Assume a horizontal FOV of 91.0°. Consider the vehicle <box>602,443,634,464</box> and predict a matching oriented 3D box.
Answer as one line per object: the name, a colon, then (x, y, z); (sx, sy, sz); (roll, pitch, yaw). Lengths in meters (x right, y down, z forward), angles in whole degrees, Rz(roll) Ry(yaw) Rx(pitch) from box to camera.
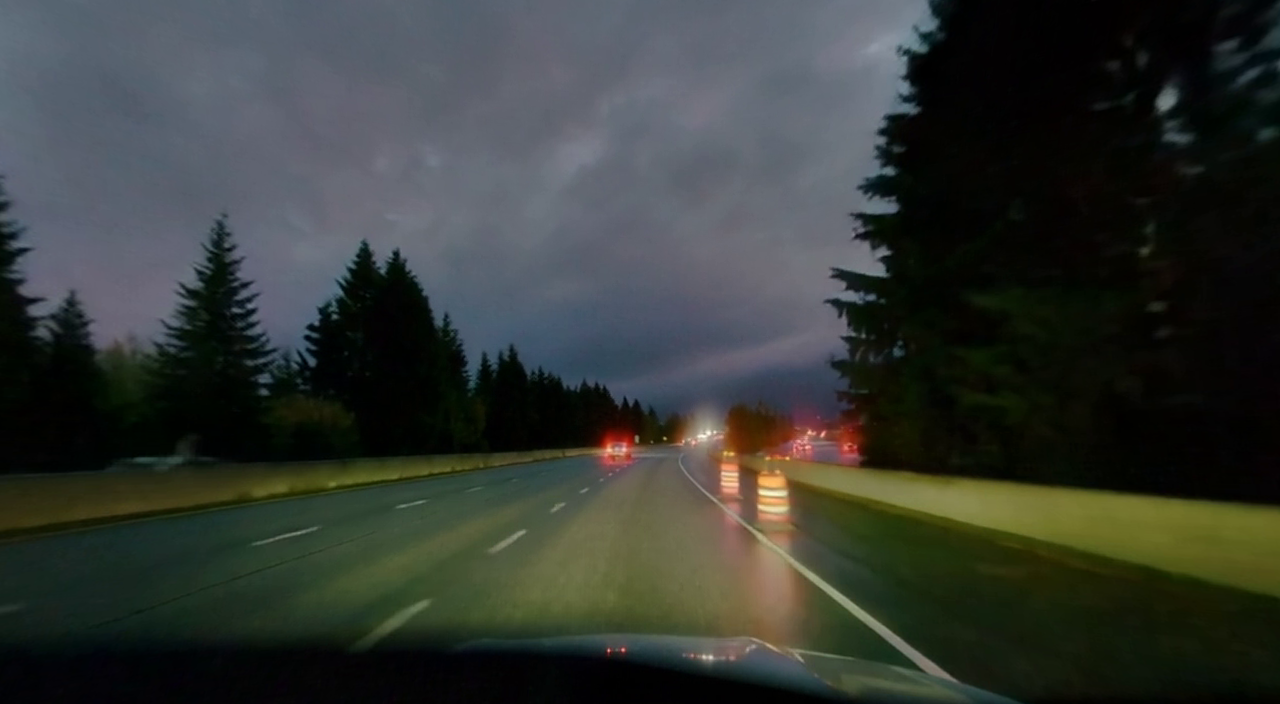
vehicle: (-1.552, 7.278, 45.390); (2.118, 1.475, 4.263); (0, -8, 1)
